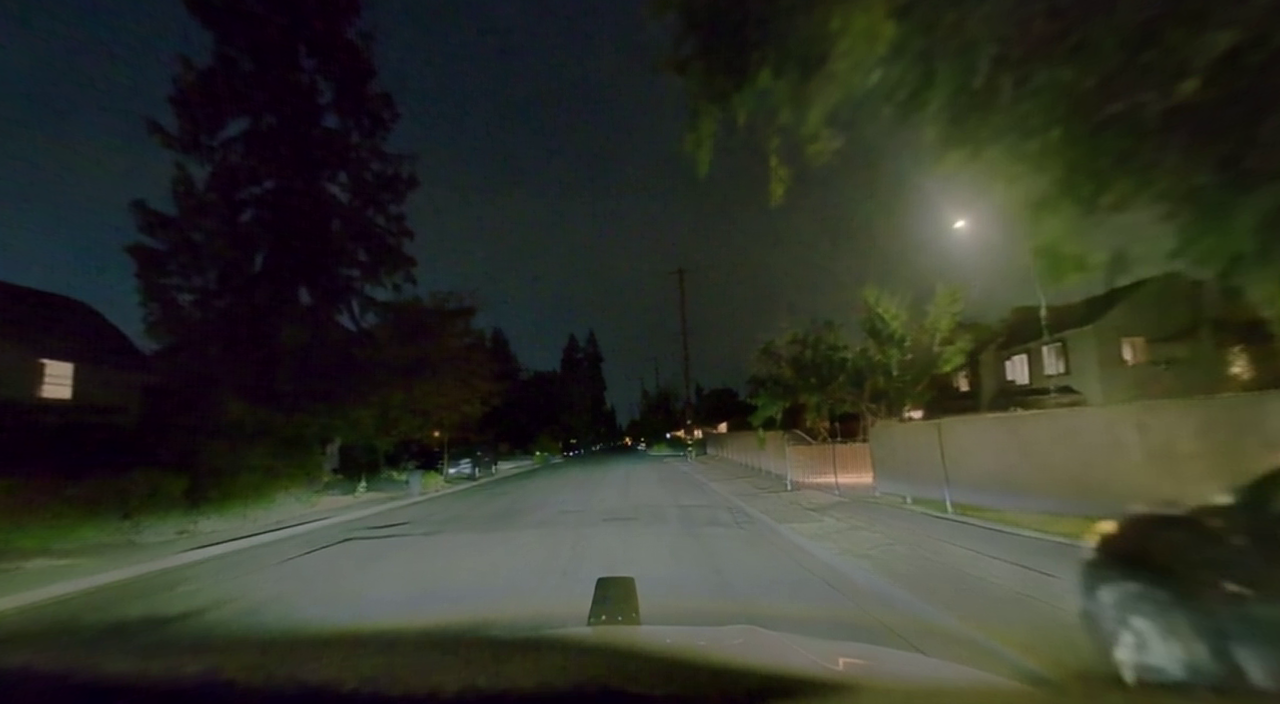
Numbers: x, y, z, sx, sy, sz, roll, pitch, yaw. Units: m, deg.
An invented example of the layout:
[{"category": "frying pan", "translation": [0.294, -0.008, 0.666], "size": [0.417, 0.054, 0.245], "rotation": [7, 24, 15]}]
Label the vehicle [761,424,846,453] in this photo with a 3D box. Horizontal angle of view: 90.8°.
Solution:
[{"category": "vehicle", "translation": [11.700, 6.223, 45.431], "size": [5.367, 1.953, 2.257], "rotation": [1, -8, -6]}]

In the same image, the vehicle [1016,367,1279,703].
[{"category": "vehicle", "translation": [3.566, 0.671, 1.297], "size": [2.291, 1.546, 5.204], "rotation": [0, -8, -1]}]

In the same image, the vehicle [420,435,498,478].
[{"category": "vehicle", "translation": [-8.637, 5.097, 30.716], "size": [2.352, 1.843, 4.979], "rotation": [-1, -10, 0]}]
